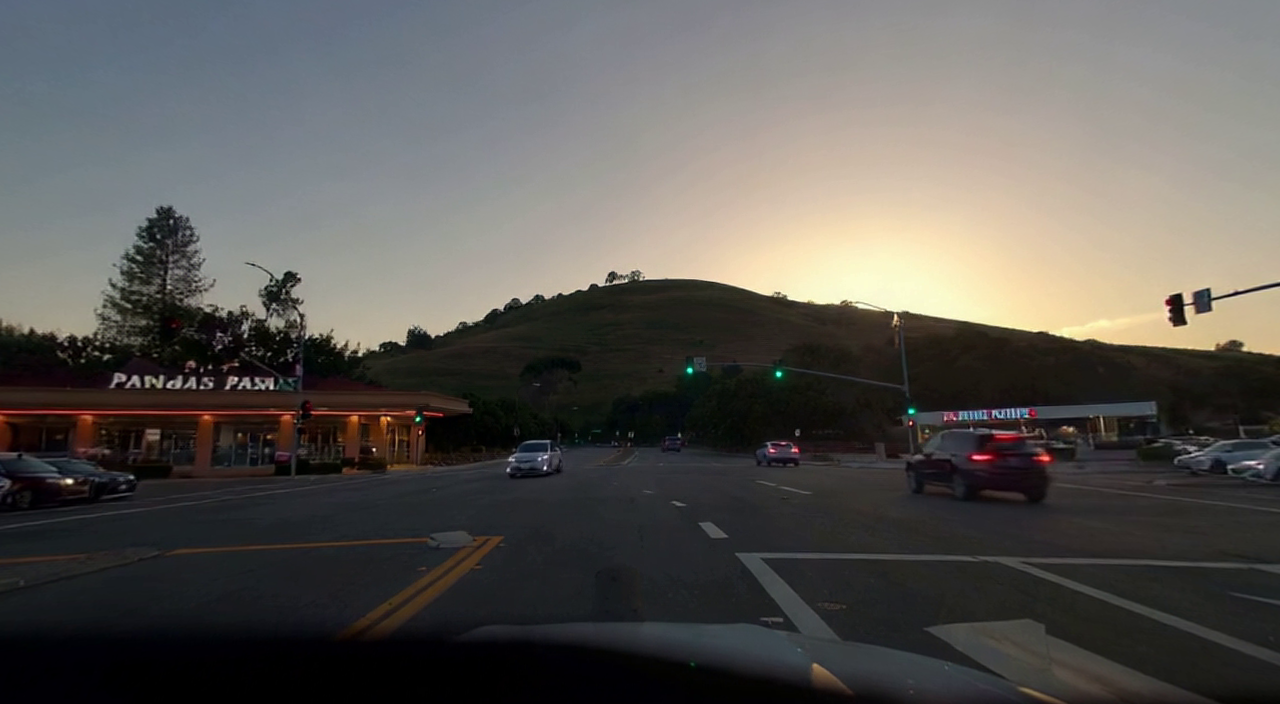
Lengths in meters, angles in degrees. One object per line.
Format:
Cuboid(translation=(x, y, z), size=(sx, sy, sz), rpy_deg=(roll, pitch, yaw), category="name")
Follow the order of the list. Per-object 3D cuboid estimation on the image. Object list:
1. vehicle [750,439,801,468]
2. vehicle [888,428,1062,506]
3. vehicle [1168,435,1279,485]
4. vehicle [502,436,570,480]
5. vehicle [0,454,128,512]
Cuboid(translation=(9.147, 6.898, 42.866), size=(2.273, 1.839, 4.218), rpy_deg=(1, -9, -4), category="vehicle")
Cuboid(translation=(9.273, 3.222, 18.096), size=(2.114, 1.898, 4.996), rpy_deg=(0, -9, -2), category="vehicle")
Cuboid(translation=(25.029, 4.457, 26.064), size=(4.546, 1.944, 2.051), rpy_deg=(1, -9, -5), category="vehicle")
Cuboid(translation=(-4.711, 4.890, 29.272), size=(2.238, 1.883, 4.503), rpy_deg=(0, -9, 2), category="vehicle")
Cuboid(translation=(-19.790, 4.210, 20.476), size=(4.440, 1.748, 2.033), rpy_deg=(0, -8, 1), category="vehicle")
